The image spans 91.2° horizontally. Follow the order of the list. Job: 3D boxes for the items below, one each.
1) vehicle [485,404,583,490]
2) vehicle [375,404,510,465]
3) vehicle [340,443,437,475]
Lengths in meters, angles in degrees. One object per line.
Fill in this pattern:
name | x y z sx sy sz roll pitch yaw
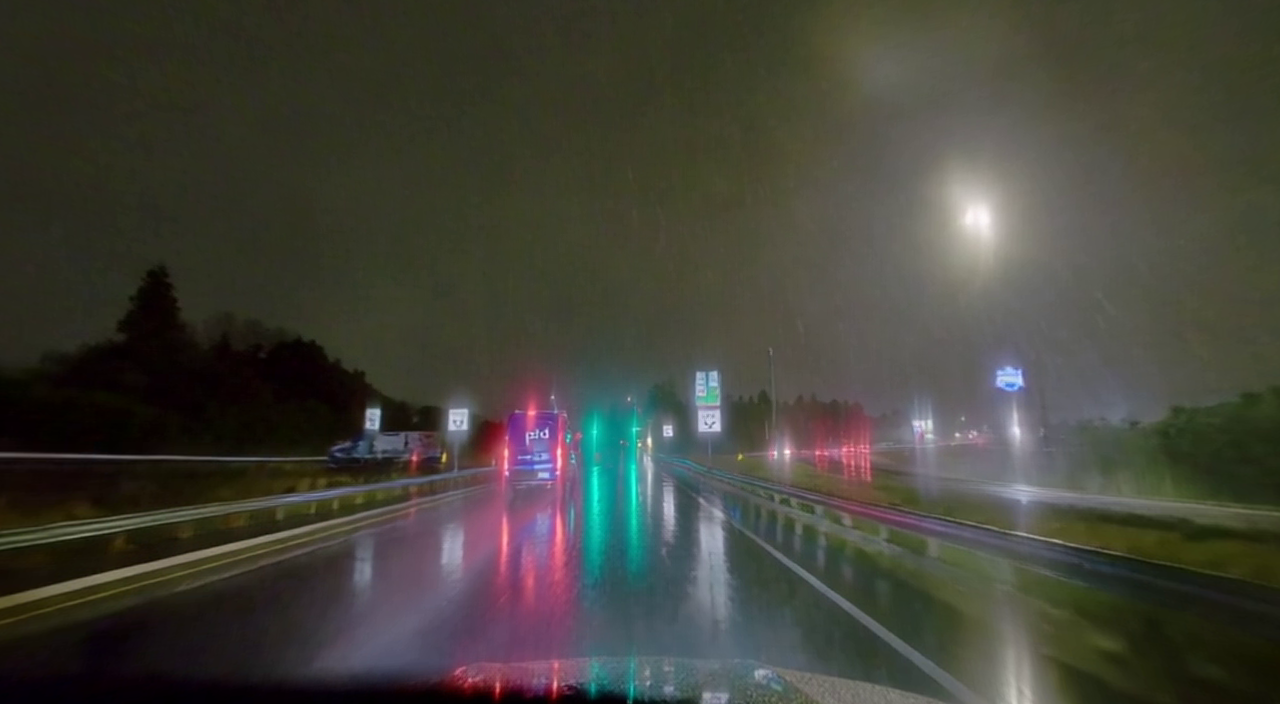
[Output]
vehicle | -3.617 3.507 23.118 2.463 2.640 7.034 0 -9 -1
vehicle | -14.379 6.074 45.429 10.047 3.953 3.340 -6 -10 31
vehicle | -12.901 5.504 32.460 4.396 1.557 1.952 2 -9 -14
